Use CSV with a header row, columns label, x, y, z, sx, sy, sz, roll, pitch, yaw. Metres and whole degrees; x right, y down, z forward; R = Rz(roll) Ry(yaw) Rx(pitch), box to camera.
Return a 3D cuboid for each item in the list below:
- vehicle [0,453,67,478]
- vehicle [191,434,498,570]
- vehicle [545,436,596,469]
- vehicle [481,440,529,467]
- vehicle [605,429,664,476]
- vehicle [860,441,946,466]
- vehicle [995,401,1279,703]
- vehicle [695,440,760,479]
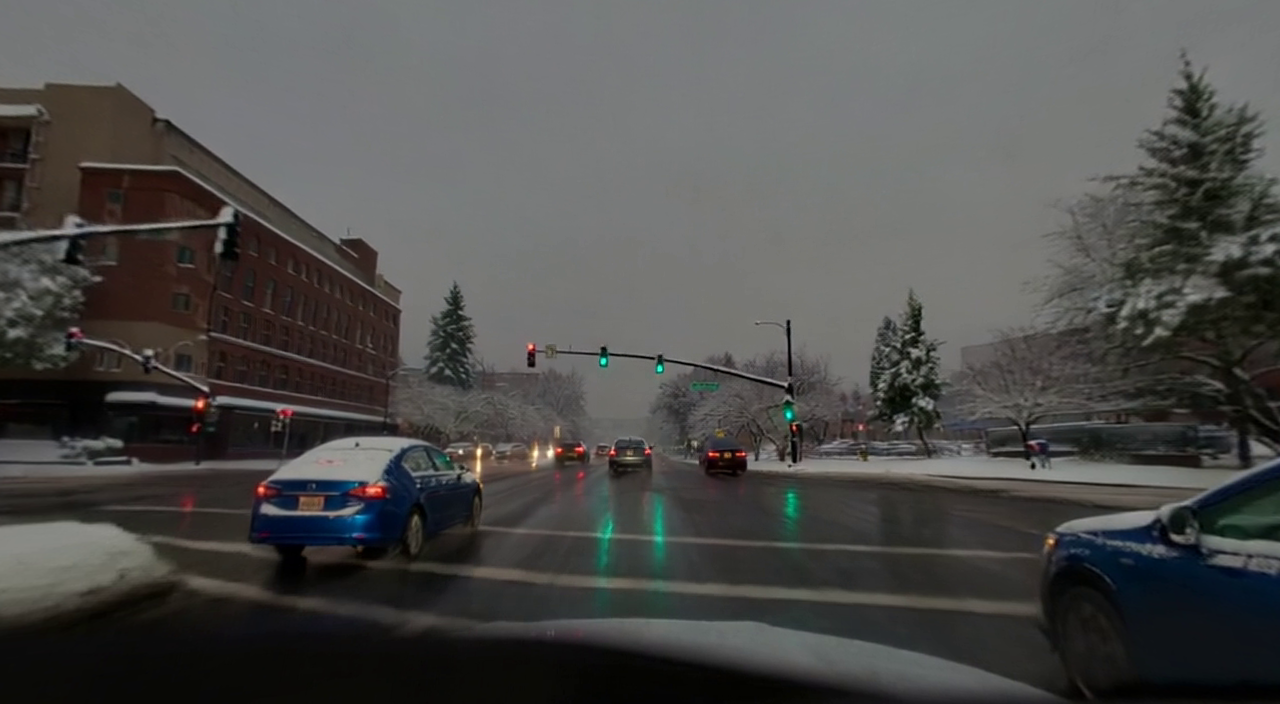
label,x,y,z,sx,sy,sz,roll,pitch,yaw
vehicle,-39.832,7.228,40.124,4.458,1.494,1.849,2,-9,-14
vehicle,-3.482,1.826,8.467,2.115,1.369,3.908,0,-8,2
vehicle,-3.576,5.252,33.140,2.130,1.645,3.995,0,-8,1
vehicle,-8.749,6.601,41.285,2.059,1.559,4.709,-4,-8,1
vehicle,-0.215,4.394,27.813,2.361,1.898,4.465,0,-8,0
vehicle,16.172,6.279,38.951,4.407,1.492,1.930,0,-8,2
vehicle,3.179,0.829,1.562,2.052,1.475,4.540,0,-8,2
vehicle,3.493,4.379,26.009,2.058,1.472,4.317,0,-8,0
